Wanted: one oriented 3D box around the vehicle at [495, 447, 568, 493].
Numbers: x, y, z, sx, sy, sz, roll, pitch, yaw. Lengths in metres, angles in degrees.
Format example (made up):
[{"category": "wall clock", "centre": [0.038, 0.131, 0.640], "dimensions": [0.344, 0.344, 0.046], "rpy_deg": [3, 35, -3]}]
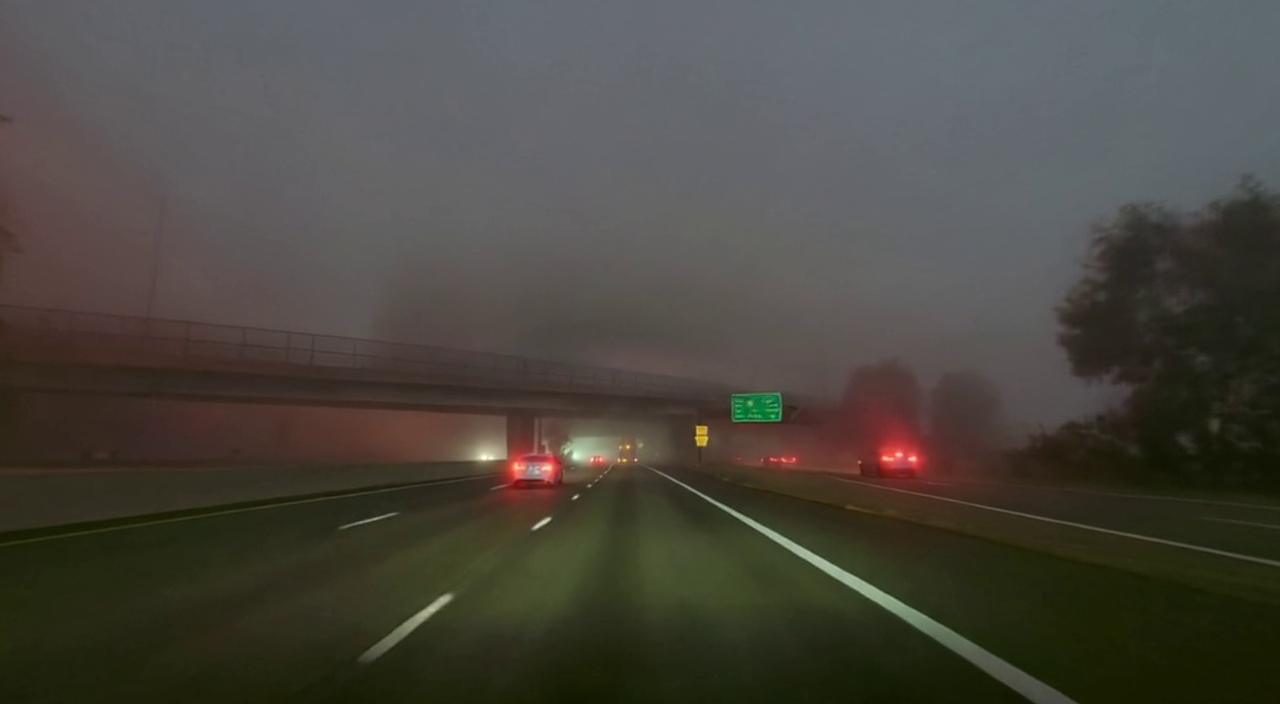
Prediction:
[{"category": "vehicle", "centre": [-4.053, 4.476, 24.212], "dimensions": [2.070, 1.564, 4.145], "rpy_deg": [0, -9, 0]}]
